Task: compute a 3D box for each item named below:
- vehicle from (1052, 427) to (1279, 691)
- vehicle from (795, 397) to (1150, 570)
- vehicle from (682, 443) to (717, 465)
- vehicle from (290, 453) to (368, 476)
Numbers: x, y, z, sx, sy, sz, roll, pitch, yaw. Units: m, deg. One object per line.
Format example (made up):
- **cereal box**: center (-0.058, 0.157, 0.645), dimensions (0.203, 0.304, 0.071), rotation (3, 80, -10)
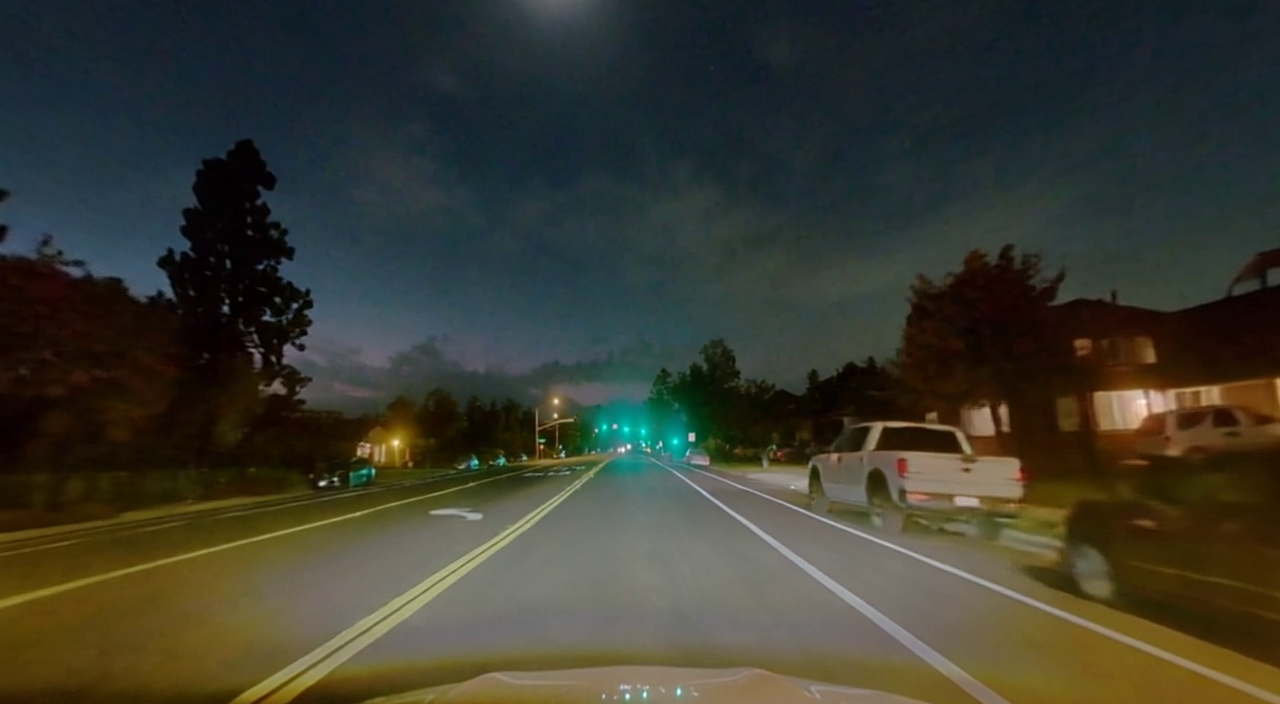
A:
- **vehicle**: center (4.559, 1.111, 3.239), dimensions (1.919, 1.474, 4.370), rotation (0, -9, 0)
- **vehicle**: center (4.347, 1.879, 9.873), dimensions (2.293, 1.858, 5.868), rotation (0, -9, -1)
- **vehicle**: center (4.043, 7.010, 43.577), dimensions (1.970, 1.455, 4.233), rotation (0, -9, -1)
- **vehicle**: center (-21.926, 7.916, 44.614), dimensions (4.413, 1.477, 2.100), rotation (-1, -9, 0)
